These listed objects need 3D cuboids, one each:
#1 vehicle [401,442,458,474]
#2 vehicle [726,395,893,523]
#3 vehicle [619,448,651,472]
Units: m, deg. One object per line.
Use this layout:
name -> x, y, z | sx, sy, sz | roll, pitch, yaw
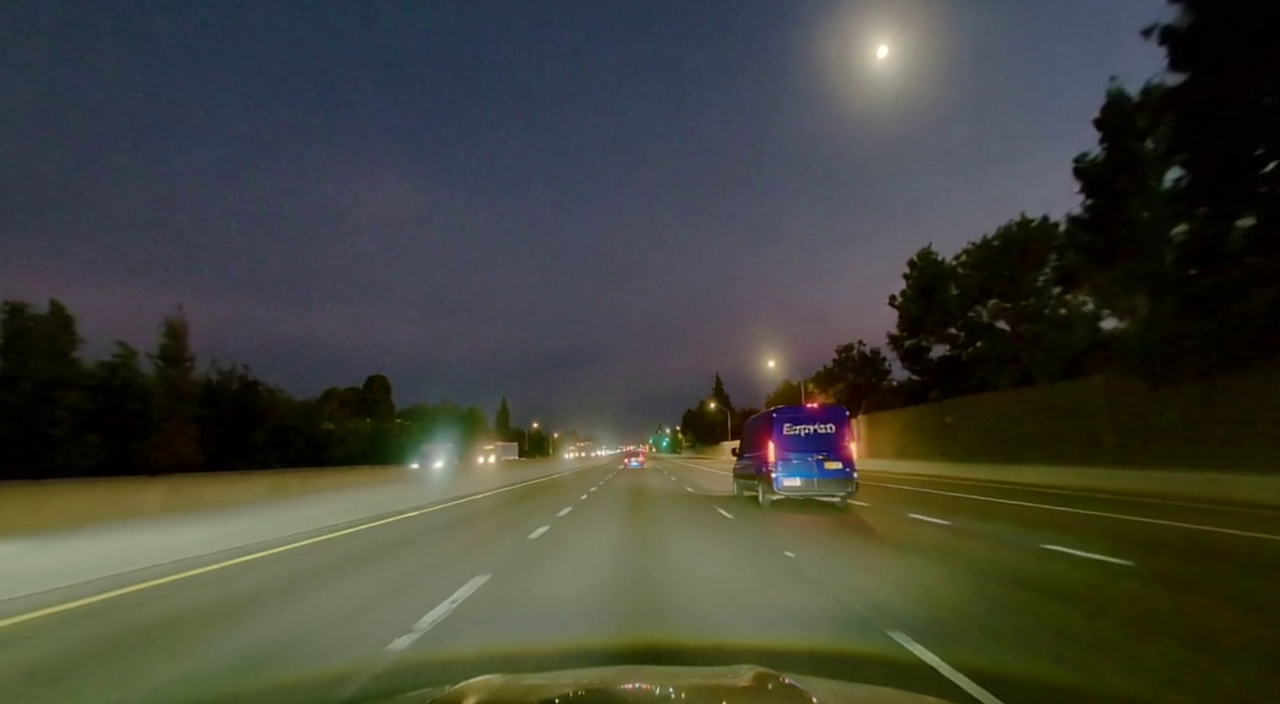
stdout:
vehicle -> -15.779, 7.989, 47.720 | 2.275, 2.221, 5.772 | 0, -9, 0
vehicle -> 3.805, 2.606, 15.677 | 2.373, 2.561, 5.922 | 0, -9, -1
vehicle -> -0.338, 7.851, 45.942 | 2.168, 1.653, 4.307 | 0, -9, 0
